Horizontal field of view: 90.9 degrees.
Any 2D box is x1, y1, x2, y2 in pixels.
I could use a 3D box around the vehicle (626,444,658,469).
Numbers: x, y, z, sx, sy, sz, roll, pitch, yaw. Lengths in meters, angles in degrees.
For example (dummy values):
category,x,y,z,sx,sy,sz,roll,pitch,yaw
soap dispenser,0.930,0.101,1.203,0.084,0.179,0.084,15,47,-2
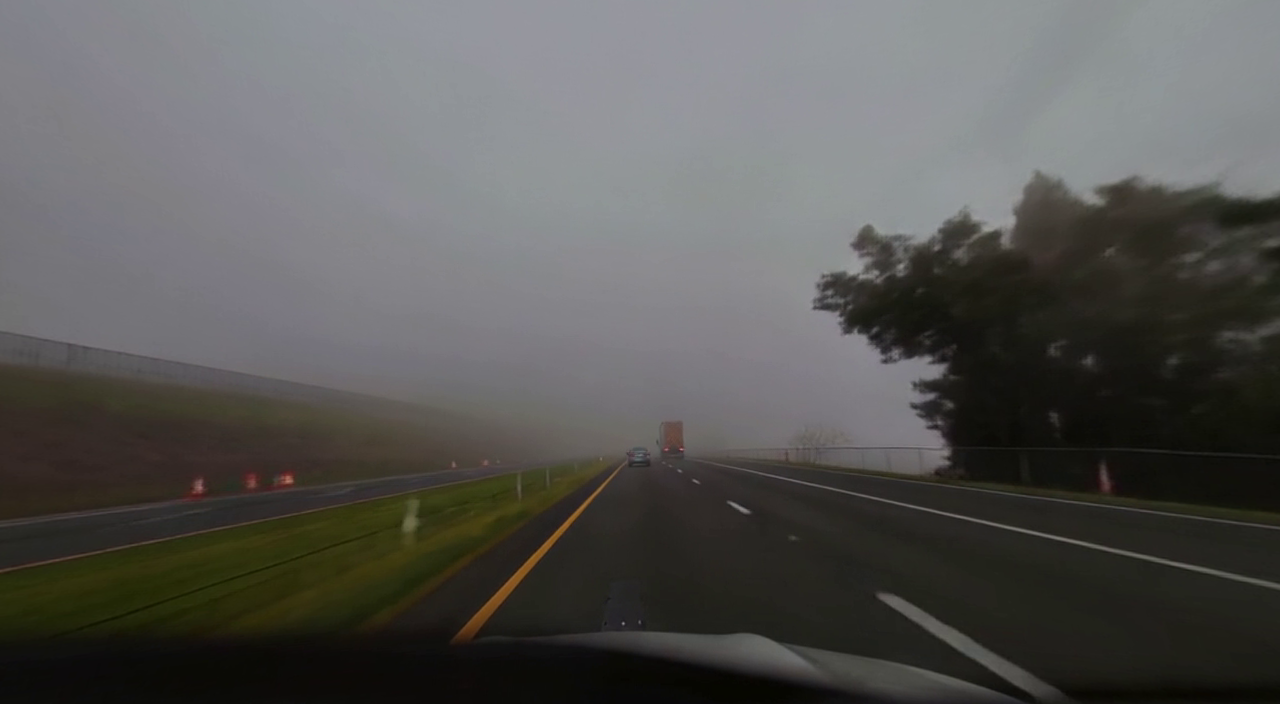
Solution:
category,x,y,z,sx,sy,sz,roll,pitch,yaw
vehicle,0.136,7.058,42.571,2.065,1.573,3.734,0,-9,0
